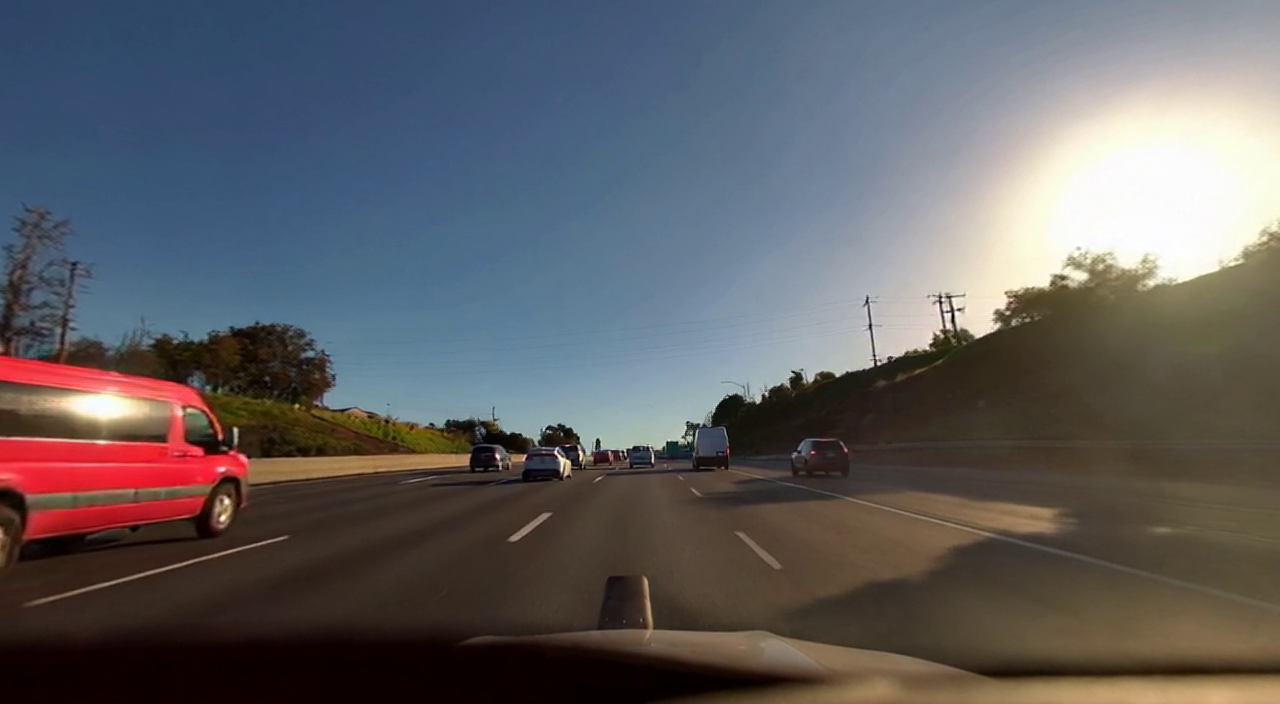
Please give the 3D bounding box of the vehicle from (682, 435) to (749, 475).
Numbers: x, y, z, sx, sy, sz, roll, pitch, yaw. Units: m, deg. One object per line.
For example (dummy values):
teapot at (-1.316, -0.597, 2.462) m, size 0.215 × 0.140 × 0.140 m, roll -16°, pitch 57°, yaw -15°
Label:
vehicle at (3.820, 5.389, 33.170) m, size 2.777 × 1.895 × 5.710 m, roll 0°, pitch -9°, yaw 0°

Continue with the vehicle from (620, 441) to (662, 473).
vehicle at (0.072, 5.706, 34.426) m, size 2.115 × 1.617 × 4.102 m, roll 0°, pitch -9°, yaw 1°

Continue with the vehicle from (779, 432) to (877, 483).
vehicle at (7.524, 4.299, 26.025) m, size 2.304 × 1.840 × 5.706 m, roll 0°, pitch -9°, yaw 0°

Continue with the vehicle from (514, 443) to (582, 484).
vehicle at (-3.501, 4.333, 24.768) m, size 1.970 × 1.483 × 4.071 m, roll 0°, pitch -9°, yaw 1°

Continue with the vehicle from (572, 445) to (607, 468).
vehicle at (-3.462, 7.292, 44.126) m, size 1.987 × 1.466 × 4.341 m, roll 0°, pitch -9°, yaw 1°

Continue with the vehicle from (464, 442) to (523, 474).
vehicle at (-7.654, 5.574, 33.368) m, size 1.961 × 1.562 × 4.301 m, roll 0°, pitch -9°, yaw 1°

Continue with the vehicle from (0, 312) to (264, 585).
vehicle at (-7.601, 1.136, 7.381) m, size 2.336 × 2.708 × 6.421 m, roll 0°, pitch -9°, yaw 0°
